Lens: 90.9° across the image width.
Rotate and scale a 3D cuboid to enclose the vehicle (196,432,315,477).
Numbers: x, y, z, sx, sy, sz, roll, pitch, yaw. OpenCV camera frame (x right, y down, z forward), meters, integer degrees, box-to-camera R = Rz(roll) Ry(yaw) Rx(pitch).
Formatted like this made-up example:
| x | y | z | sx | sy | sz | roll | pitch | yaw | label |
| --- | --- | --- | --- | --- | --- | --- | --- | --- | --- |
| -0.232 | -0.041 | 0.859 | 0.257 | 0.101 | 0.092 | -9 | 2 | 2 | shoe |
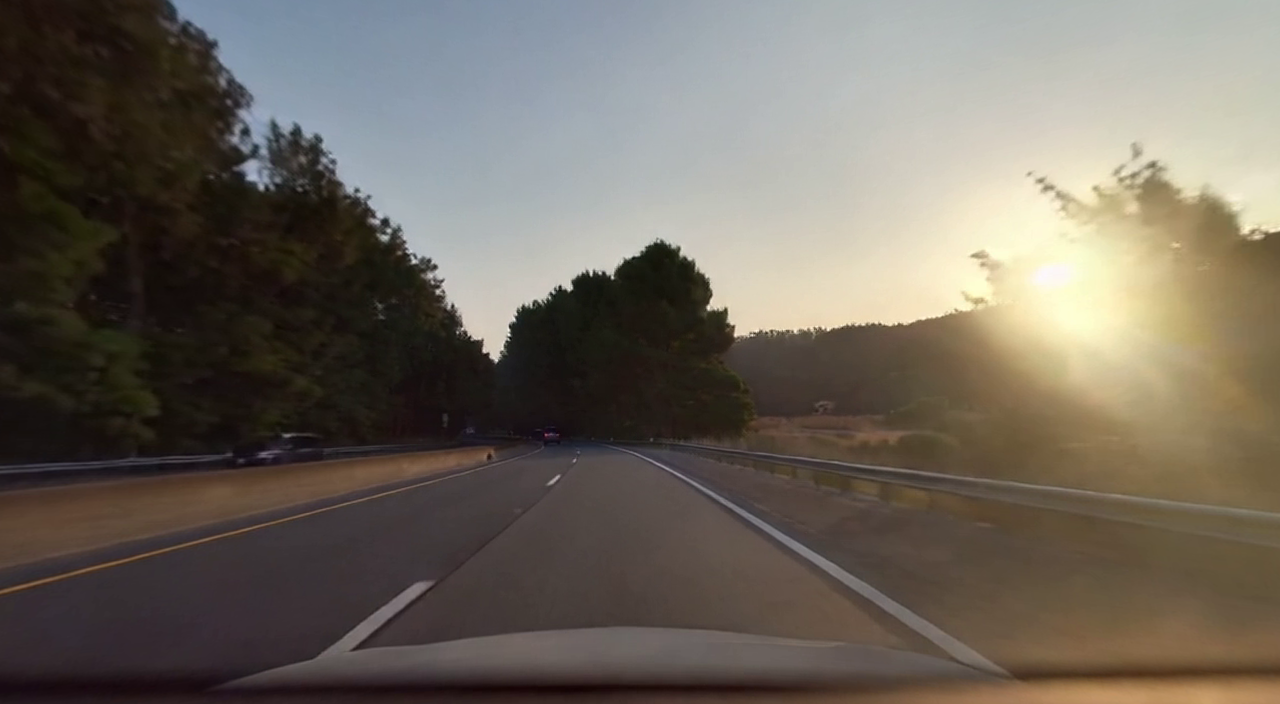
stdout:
| x | y | z | sx | sy | sz | roll | pitch | yaw | label |
| --- | --- | --- | --- | --- | --- | --- | --- | --- | --- |
| -15.008 | 4.004 | 24.935 | 2.206 | 1.596 | 4.262 | 0 | -8 | -4 | vehicle |
